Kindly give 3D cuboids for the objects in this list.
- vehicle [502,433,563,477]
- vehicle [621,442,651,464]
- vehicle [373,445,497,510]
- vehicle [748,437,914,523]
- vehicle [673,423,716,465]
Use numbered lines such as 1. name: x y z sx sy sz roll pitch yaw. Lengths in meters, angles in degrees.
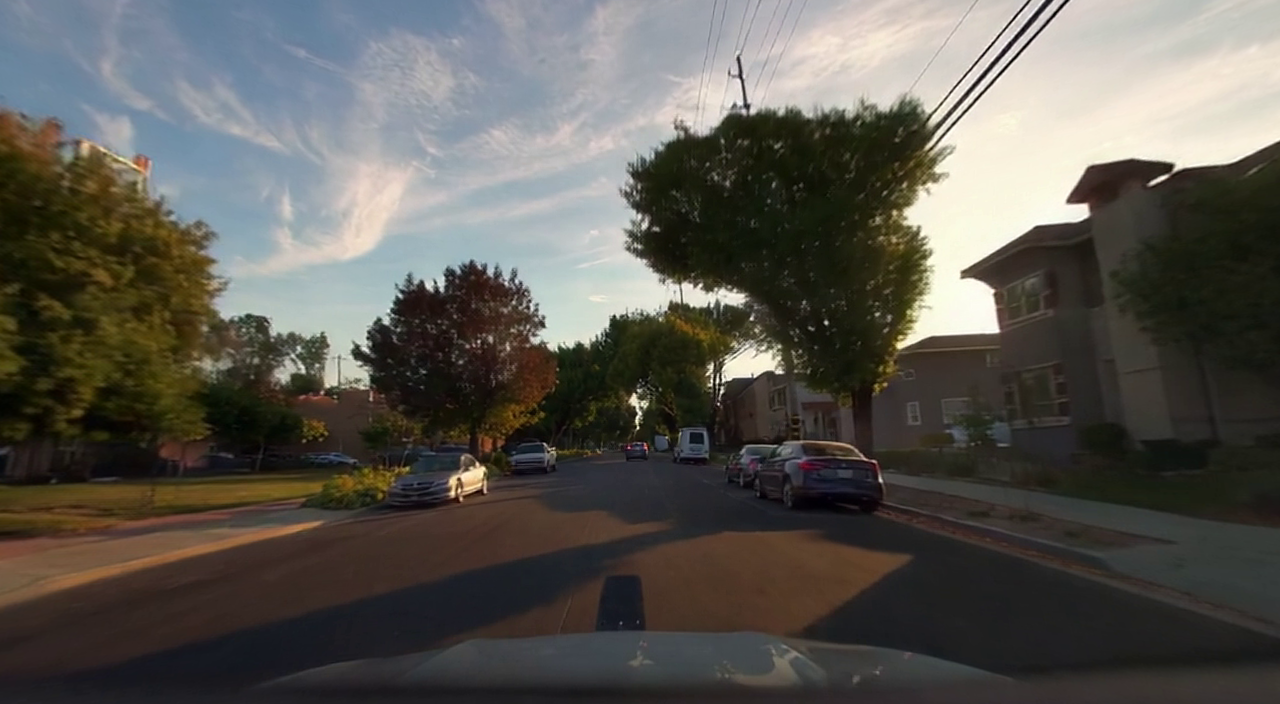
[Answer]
1. vehicle: -6.043 5.822 36.219 2.284 2.119 5.984 -3 -7 1
2. vehicle: -0.297 7.324 46.048 2.062 1.509 4.305 0 -8 -1
3. vehicle: -6.120 3.756 19.693 2.094 1.433 5.740 -4 -7 -2
4. vehicle: 3.985 2.757 14.290 2.144 1.572 5.026 0 -8 -1
5. vehicle: 3.816 6.627 45.530 2.384 2.791 5.899 0 -8 -2
